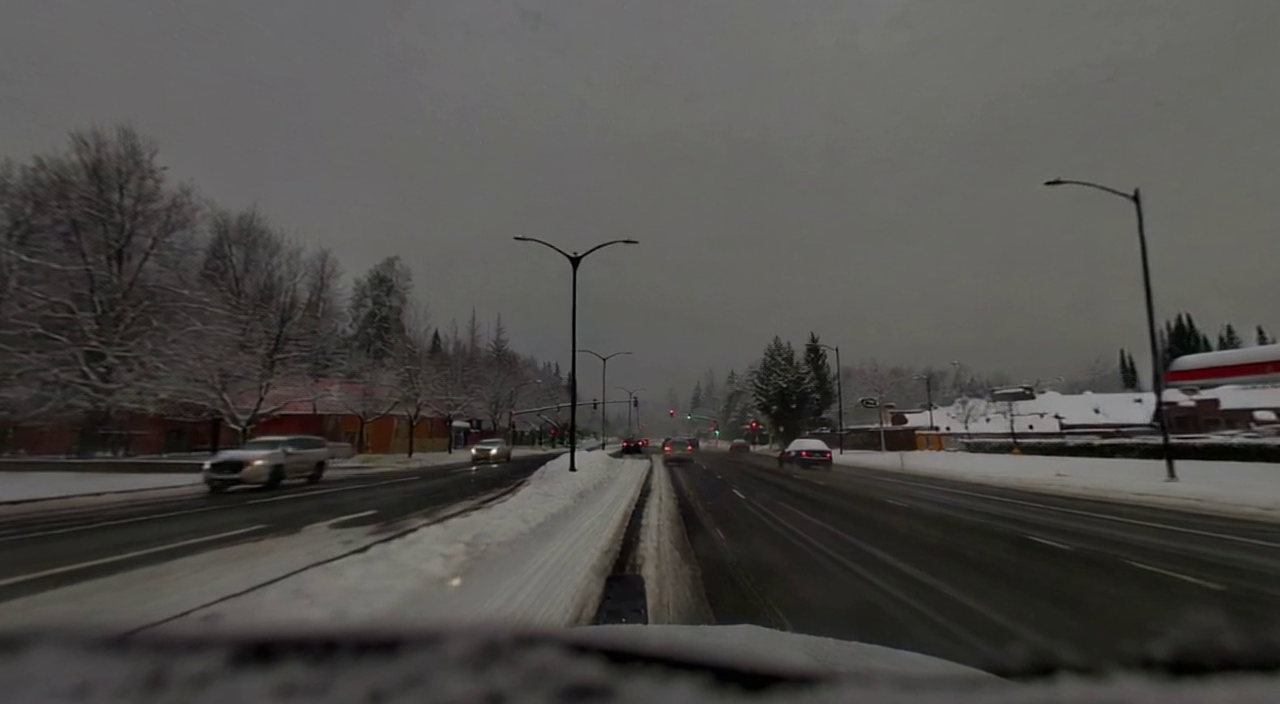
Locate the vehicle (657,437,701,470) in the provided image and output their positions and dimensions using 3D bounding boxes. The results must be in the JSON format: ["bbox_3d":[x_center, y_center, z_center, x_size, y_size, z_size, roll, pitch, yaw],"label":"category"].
[{"bbox_3d":[1.866,5.055,31.467,1.971,1.479,4.493,-1,-8,1],"label":"vehicle"}]

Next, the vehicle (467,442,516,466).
[{"bbox_3d":[-9.682,6.670,41.361,1.984,1.472,4.487,-1,-8,2],"label":"vehicle"}]

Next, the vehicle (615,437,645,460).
[{"bbox_3d":[-0.779,7.016,45.606,2.074,1.575,4.326,0,-9,-3],"label":"vehicle"}]

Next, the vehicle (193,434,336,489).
[{"bbox_3d":[-13.803,4.052,23.569,2.022,1.787,5.262,-1,-8,1],"label":"vehicle"}]

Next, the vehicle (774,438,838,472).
[{"bbox_3d":[7.996,5.010,30.698,1.918,1.484,4.456,0,-8,0],"label":"vehicle"}]
